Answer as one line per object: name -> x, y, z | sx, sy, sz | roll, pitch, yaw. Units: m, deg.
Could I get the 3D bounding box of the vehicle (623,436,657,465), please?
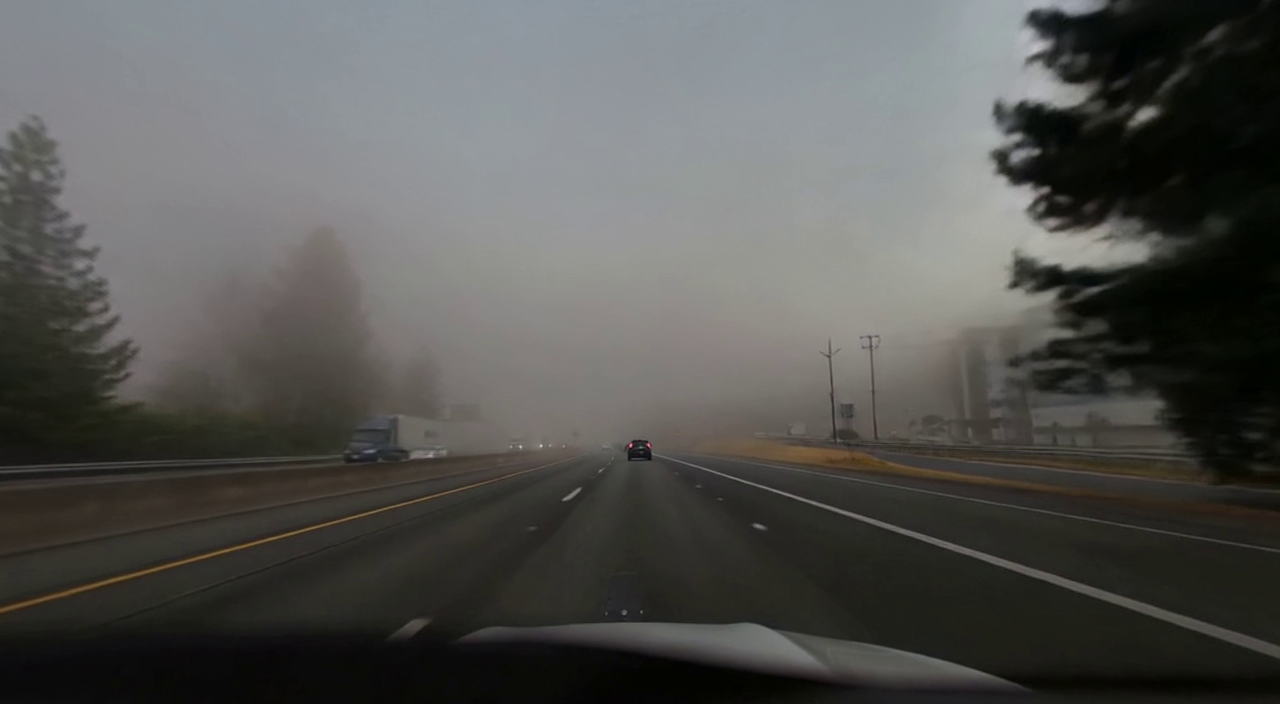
vehicle -> -0.075, 6.167, 39.502 | 2.029, 1.666, 4.064 | 0, -8, -2

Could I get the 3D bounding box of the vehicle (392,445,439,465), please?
vehicle -> -17.638, 8.074, 49.503 | 1.988, 1.500, 4.746 | 0, -8, -1
